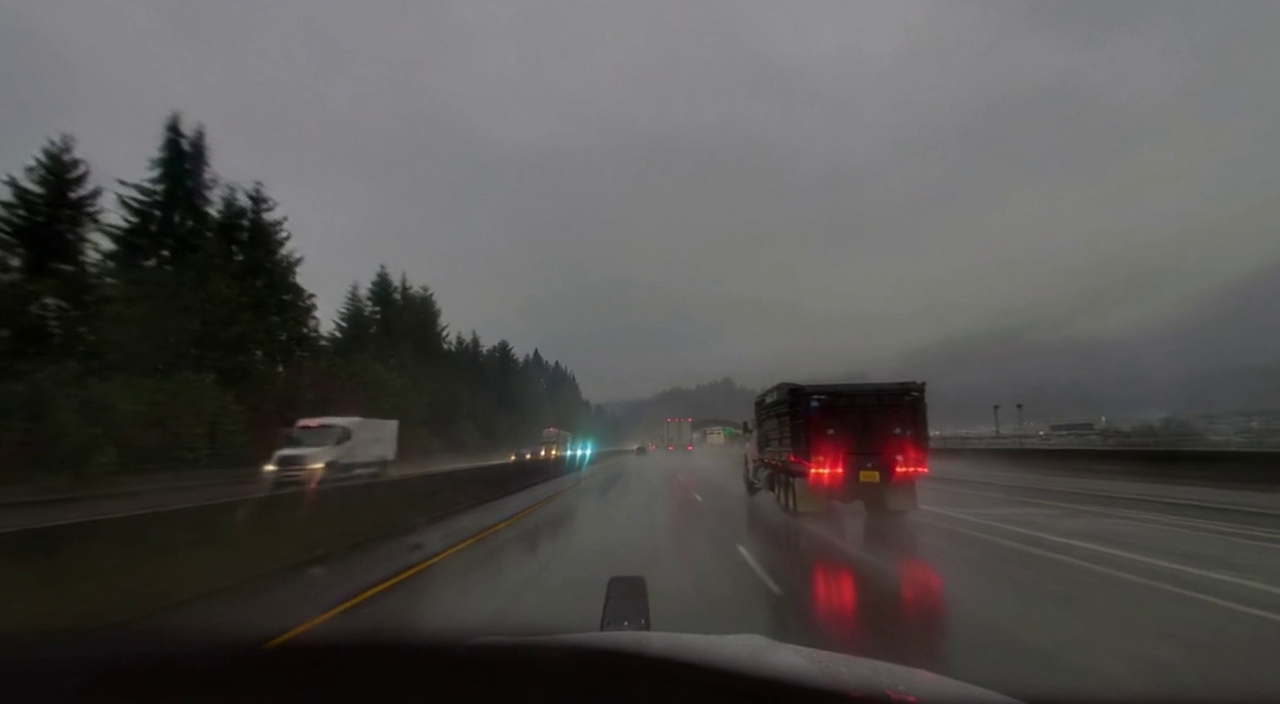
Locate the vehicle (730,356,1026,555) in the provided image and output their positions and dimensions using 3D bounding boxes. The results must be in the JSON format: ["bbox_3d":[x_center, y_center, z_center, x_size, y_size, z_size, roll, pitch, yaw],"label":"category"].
[{"bbox_3d":[3.367,1.712,10.969,2.677,2.439,6.402,0,-8,0],"label":"vehicle"}]

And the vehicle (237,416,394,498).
[{"bbox_3d":[-12.830,4.212,25.730,2.603,2.888,6.881,0,-8,1],"label":"vehicle"}]
